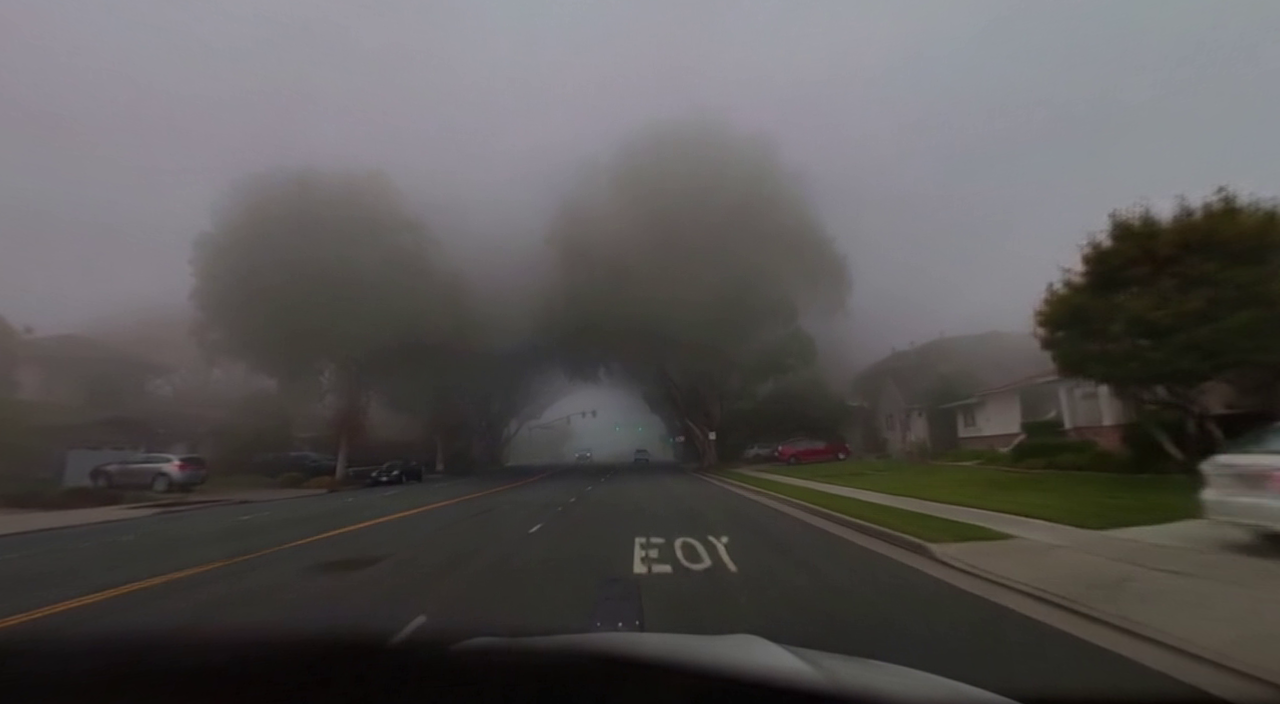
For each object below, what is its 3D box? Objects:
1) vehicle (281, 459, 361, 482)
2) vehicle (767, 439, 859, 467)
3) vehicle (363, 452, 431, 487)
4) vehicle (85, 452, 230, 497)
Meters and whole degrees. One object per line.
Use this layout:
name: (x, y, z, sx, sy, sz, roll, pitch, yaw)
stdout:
vehicle: (-21.173, 7.843, 42.049, 4.284, 1.431, 1.811, 0, -9, 0)
vehicle: (9.927, 5.808, 36.515, 4.660, 1.513, 2.067, 0, -8, -2)
vehicle: (-14.452, 6.959, 37.926, 2.008, 1.908, 5.305, 0, -9, -1)
vehicle: (-21.206, 5.387, 27.920, 4.756, 1.869, 2.042, -1, -9, 3)
